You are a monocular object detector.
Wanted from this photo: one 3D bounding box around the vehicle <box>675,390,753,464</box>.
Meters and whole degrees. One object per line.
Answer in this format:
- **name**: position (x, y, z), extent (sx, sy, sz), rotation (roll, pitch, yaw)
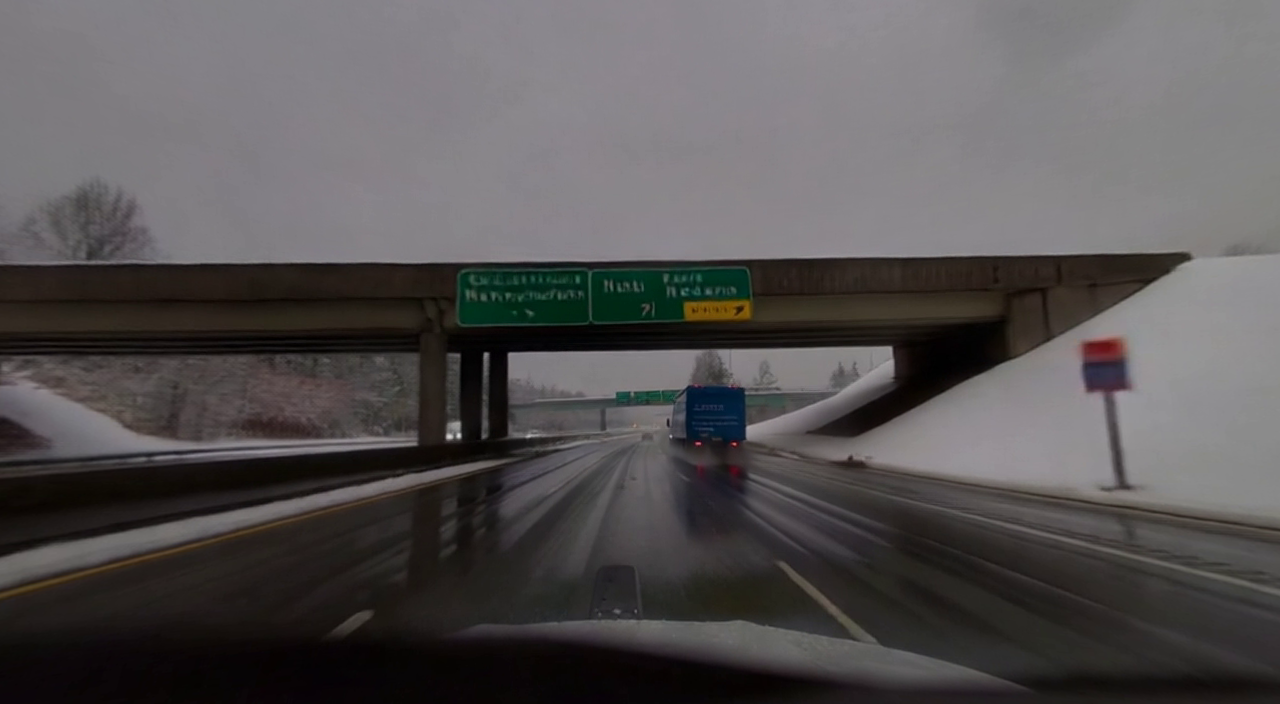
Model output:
- **vehicle**: position (3.734, 4.195, 34.837), extent (2.849, 3.391, 11.018), rotation (-1, -8, -1)
